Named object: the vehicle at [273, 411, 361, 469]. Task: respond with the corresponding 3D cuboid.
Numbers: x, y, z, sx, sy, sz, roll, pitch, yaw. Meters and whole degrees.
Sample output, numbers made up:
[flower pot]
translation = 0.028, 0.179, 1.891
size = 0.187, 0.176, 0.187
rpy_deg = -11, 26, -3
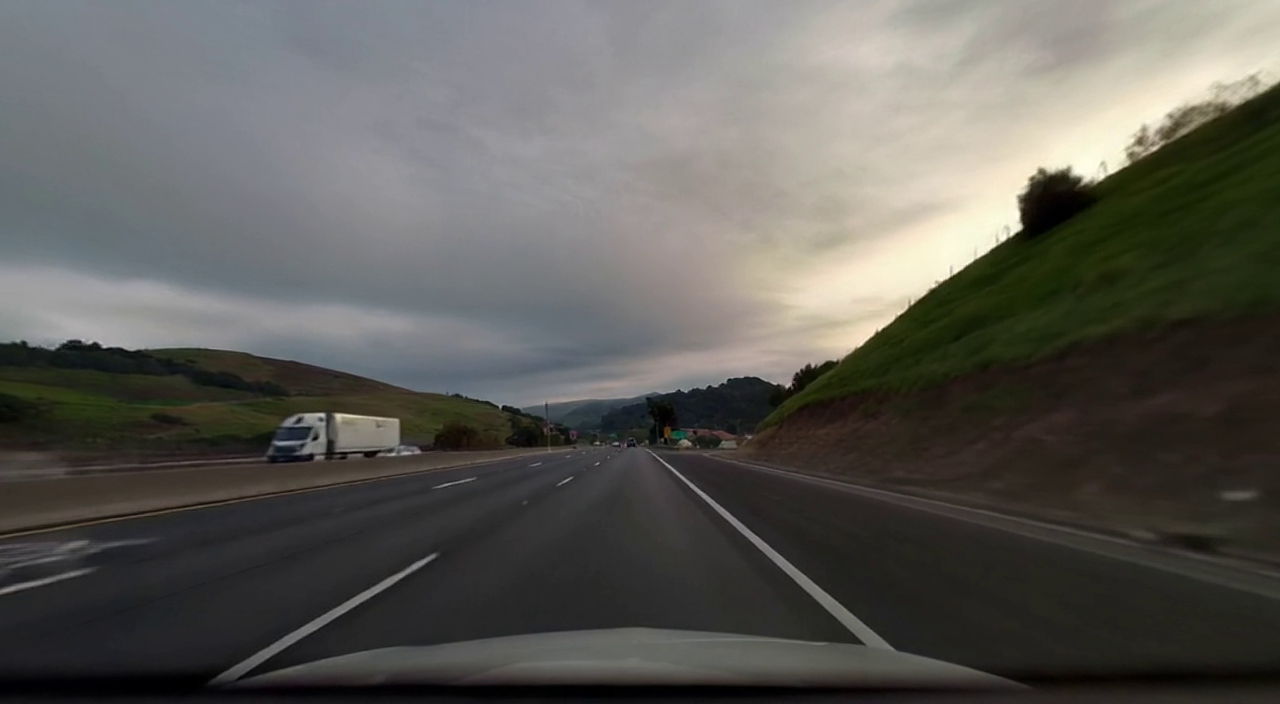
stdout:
[vehicle]
translation = -24.162, 6.610, 47.459
size = 3.426, 4.013, 5.999
rpy_deg = 0, -8, -1
